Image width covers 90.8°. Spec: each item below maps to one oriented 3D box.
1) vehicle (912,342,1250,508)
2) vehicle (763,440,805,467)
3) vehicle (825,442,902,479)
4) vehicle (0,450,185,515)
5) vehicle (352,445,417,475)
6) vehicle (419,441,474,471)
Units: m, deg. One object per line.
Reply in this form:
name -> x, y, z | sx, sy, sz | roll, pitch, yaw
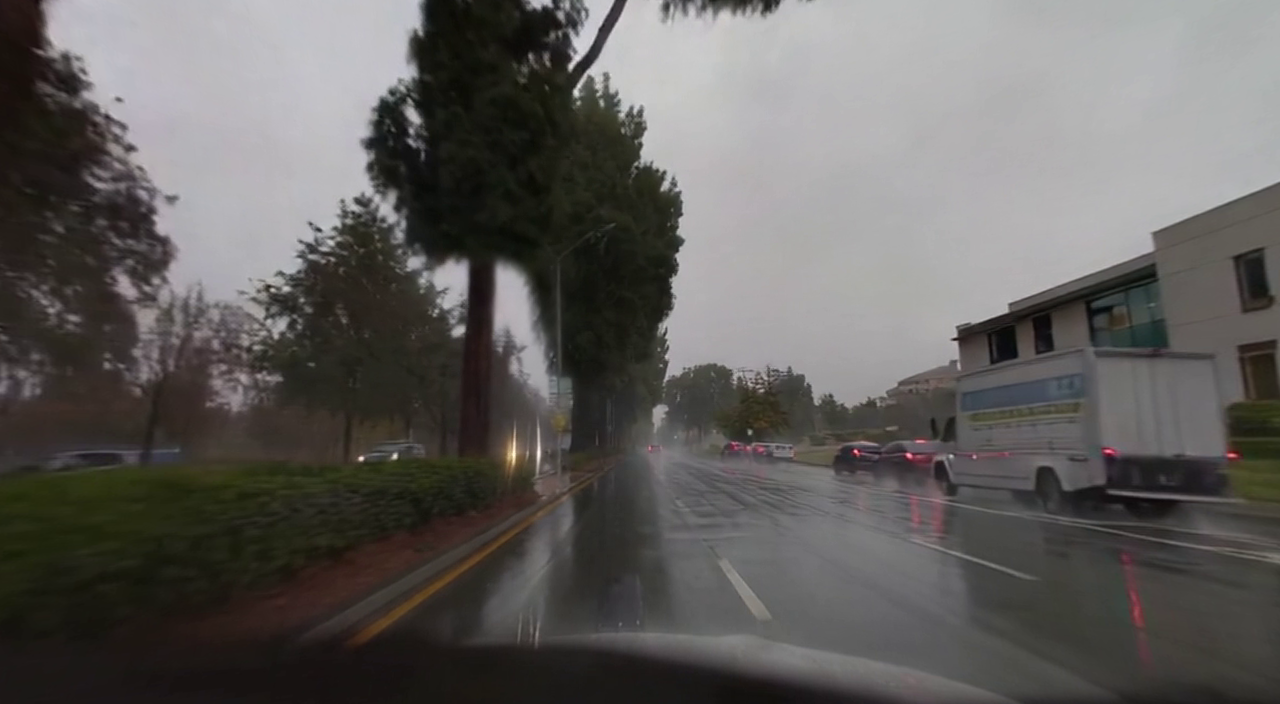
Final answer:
vehicle -> 9.680, 1.881, 15.427 | 2.670, 3.016, 7.732 | 0, -8, 1
vehicle -> 10.152, 7.165, 44.883 | 1.960, 1.817, 4.463 | 0, -8, 1
vehicle -> 10.226, 4.989, 29.305 | 1.808, 1.551, 4.450 | 0, -8, -2
vehicle -> -15.314, 3.481, 17.473 | 2.011, 1.496, 4.650 | 0, -8, 0
vehicle -> -15.251, 6.427, 38.001 | 1.958, 1.687, 4.621 | 0, -8, 0
vehicle -> -11.671, 6.308, 38.438 | 1.950, 1.699, 4.347 | 0, -8, 0
